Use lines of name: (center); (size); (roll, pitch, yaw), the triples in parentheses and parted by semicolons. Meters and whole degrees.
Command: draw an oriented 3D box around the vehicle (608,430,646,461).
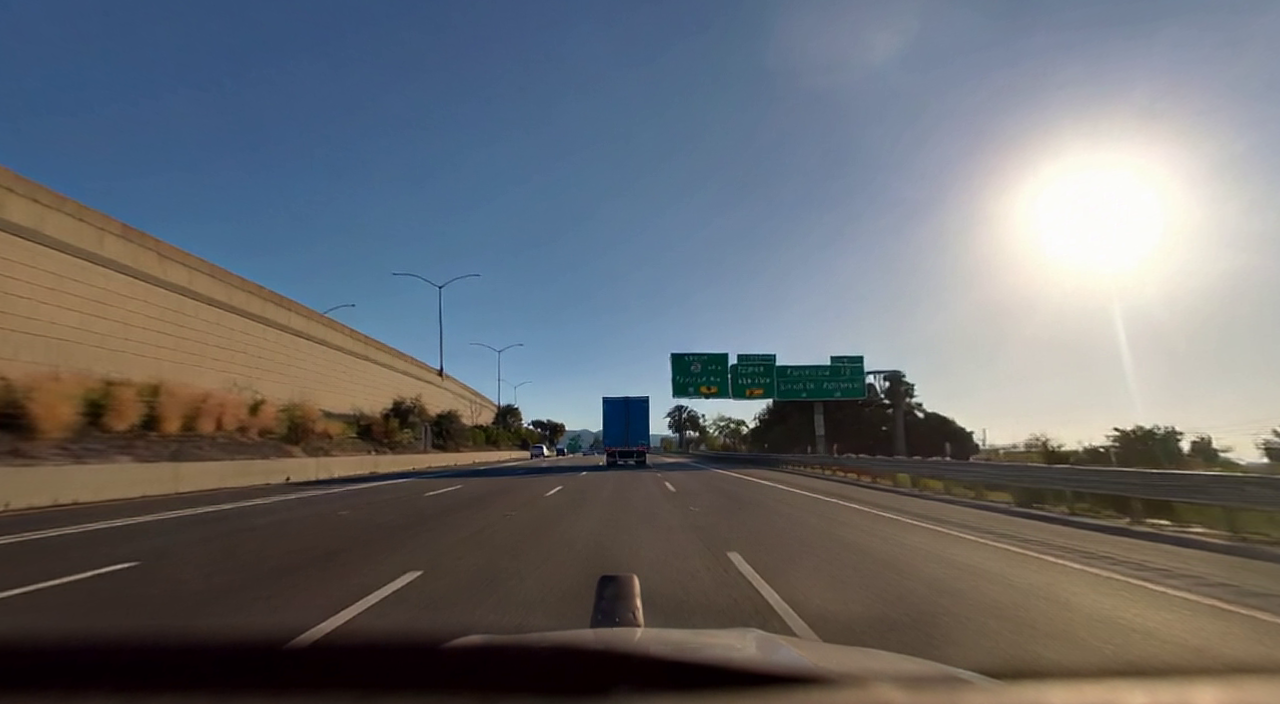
vehicle: (-0.731, 5.385, 36.520); (2.052, 1.666, 4.358); (0, -8, -1)

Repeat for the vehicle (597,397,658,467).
vehicle: (-0.620, 5.126, 39.547); (3.233, 3.678, 11.032); (1, -9, 1)
